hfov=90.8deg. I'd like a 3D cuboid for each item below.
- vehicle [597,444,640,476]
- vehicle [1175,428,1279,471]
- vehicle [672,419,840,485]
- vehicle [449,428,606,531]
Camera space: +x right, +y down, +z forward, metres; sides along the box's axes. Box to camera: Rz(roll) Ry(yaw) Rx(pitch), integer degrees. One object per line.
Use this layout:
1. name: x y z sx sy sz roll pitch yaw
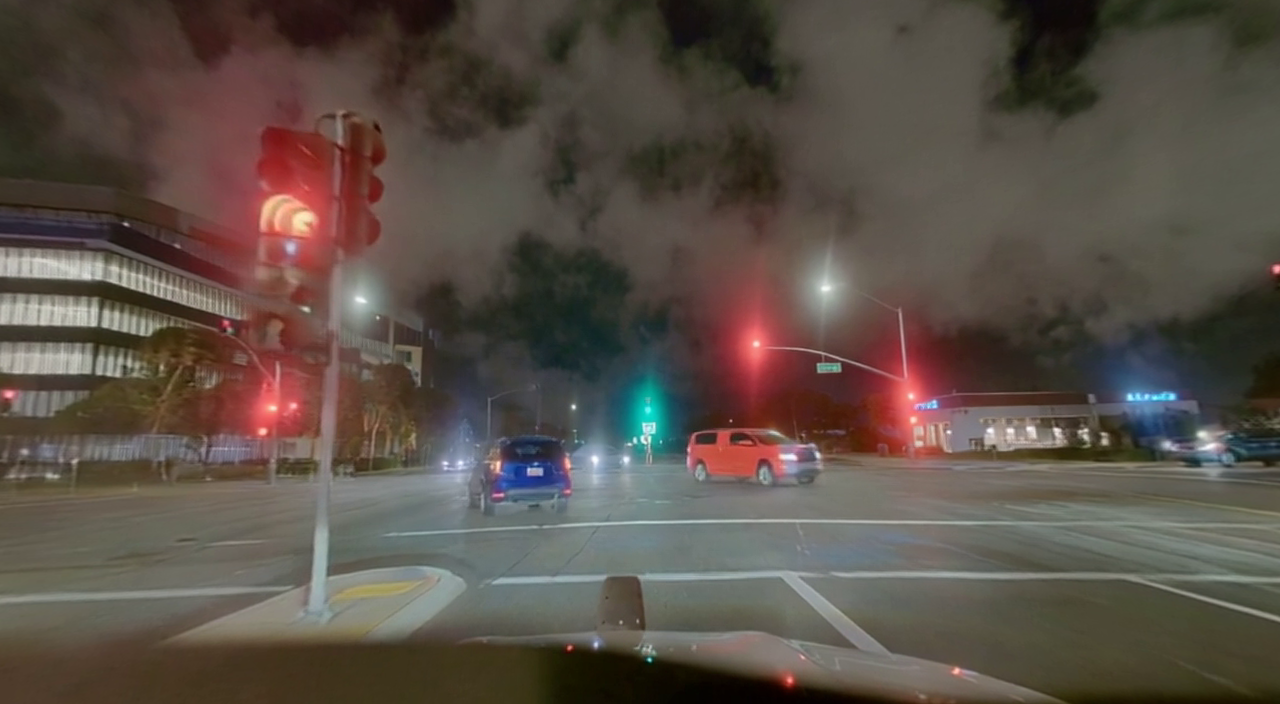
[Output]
1. vehicle: -1.306 6.063 35.785 2.142 1.607 4.733 1 -9 -6
2. vehicle: 23.252 3.606 23.473 5.079 1.496 1.876 0 -9 -3
3. vehicle: 4.260 3.831 24.372 2.708 2.200 5.960 7 -11 -38
4. vehicle: -2.578 2.595 13.510 2.238 1.762 4.445 4 -9 -24
